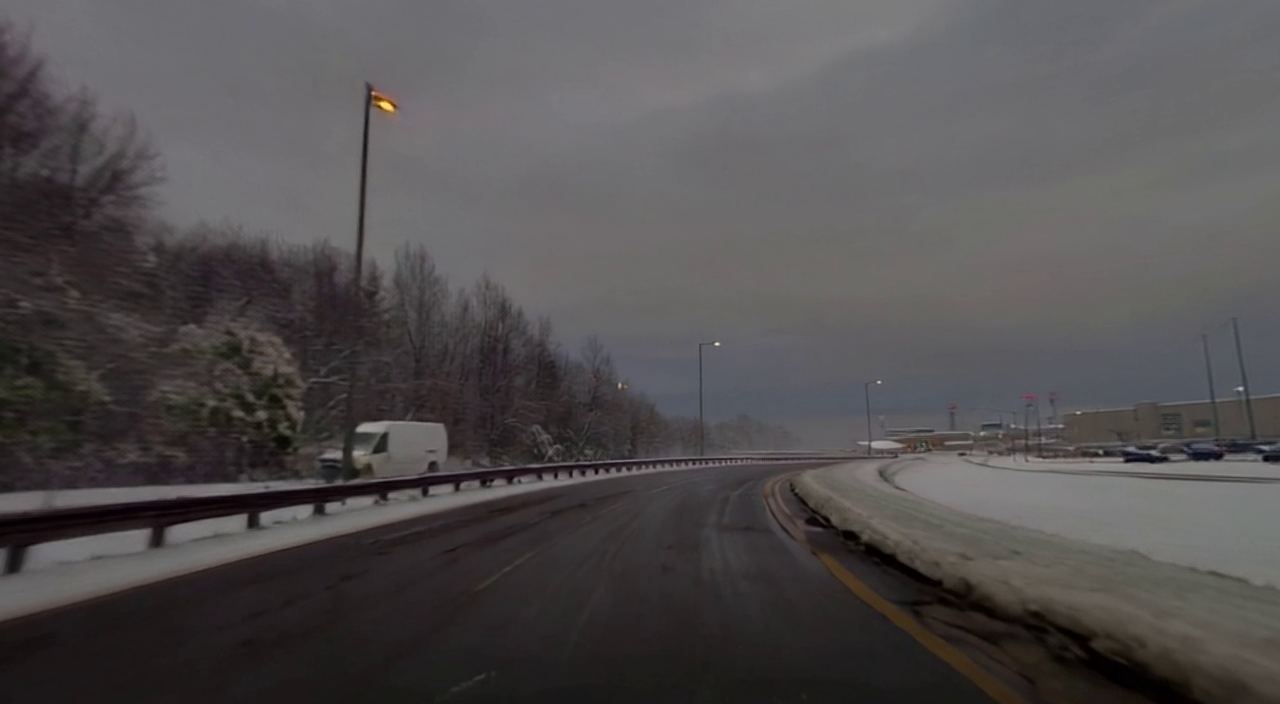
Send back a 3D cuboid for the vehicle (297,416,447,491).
[{"bbox_3d":[-10.425,4.033,25.147,2.396,2.635,5.921,-2,-9,13],"label":"vehicle"}]
